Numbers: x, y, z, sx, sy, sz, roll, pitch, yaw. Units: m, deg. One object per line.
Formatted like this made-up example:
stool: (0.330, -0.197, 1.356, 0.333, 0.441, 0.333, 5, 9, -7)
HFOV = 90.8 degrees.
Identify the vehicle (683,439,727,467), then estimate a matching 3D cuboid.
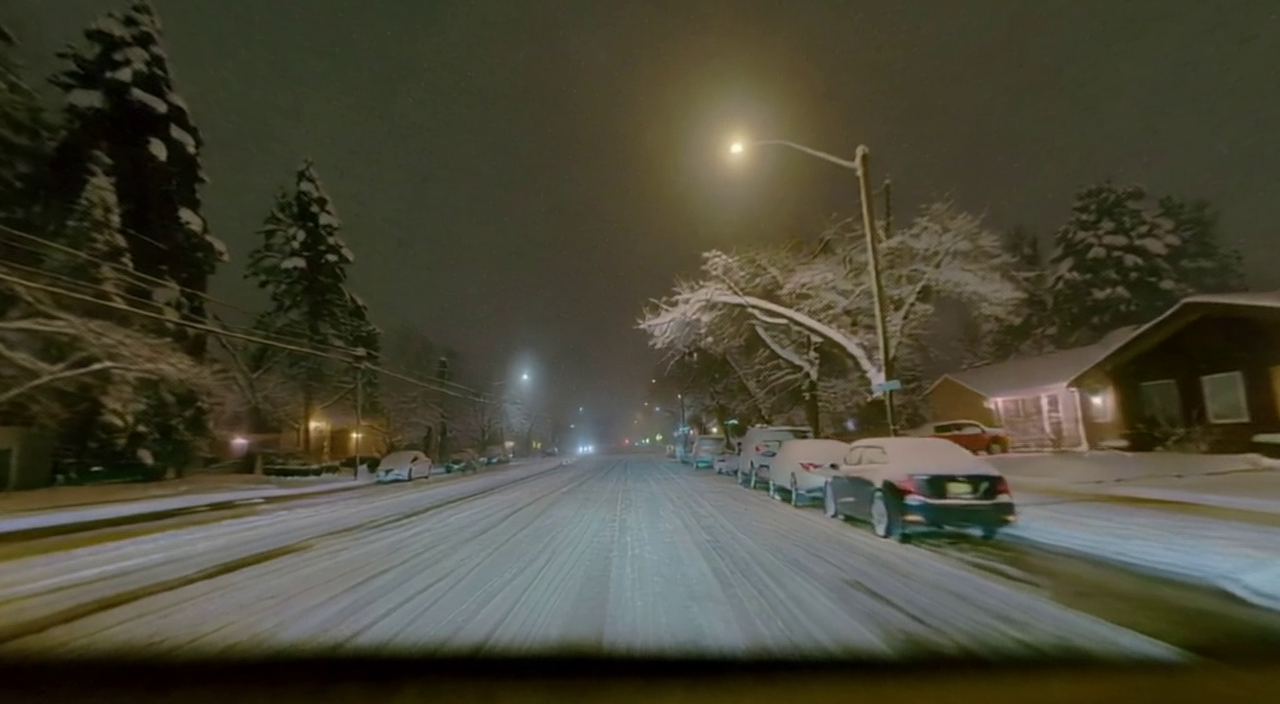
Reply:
vehicle: (3.924, 6.170, 38.811, 1.999, 1.615, 4.513, 0, -9, -3)

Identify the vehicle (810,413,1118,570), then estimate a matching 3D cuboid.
vehicle: (4.055, 1.812, 8.986, 2.007, 1.657, 4.362, 0, -9, -1)

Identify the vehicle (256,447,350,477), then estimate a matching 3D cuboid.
vehicle: (-19.956, 6.507, 37.543, 4.359, 1.727, 2.029, 0, -9, -2)

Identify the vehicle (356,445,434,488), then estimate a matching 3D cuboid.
vehicle: (-10.976, 5.154, 28.636, 1.964, 1.667, 4.217, -3, -10, -1)
